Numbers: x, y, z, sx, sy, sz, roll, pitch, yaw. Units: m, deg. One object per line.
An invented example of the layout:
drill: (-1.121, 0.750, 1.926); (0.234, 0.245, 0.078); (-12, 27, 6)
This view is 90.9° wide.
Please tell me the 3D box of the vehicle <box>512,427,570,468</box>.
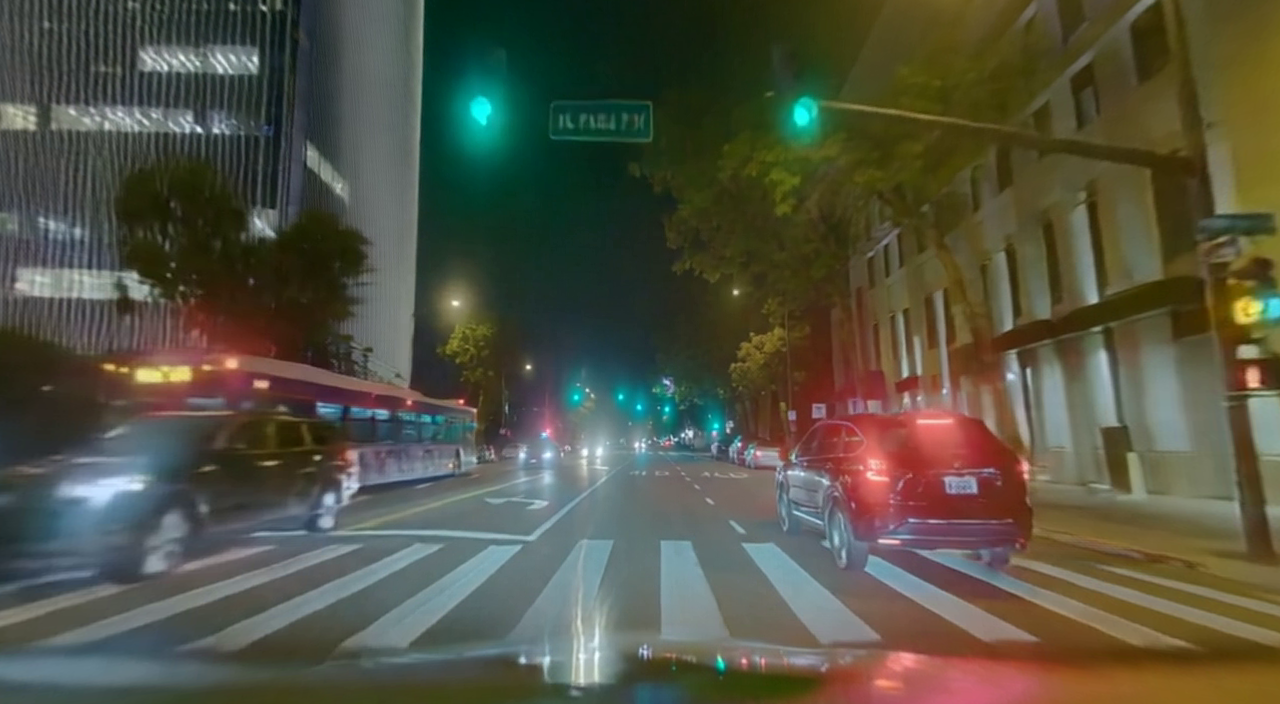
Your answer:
vehicle: (-4.897, 4.799, 31.852); (2.030, 1.881, 4.994); (0, -8, 1)

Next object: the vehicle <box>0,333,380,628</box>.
vehicle: (-5.351, 1.314, 7.383); (2.304, 2.208, 5.200); (0, -8, 1)

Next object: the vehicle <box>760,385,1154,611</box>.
vehicle: (3.136, 1.588, 7.983); (2.118, 1.848, 5.426); (0, -8, -1)
